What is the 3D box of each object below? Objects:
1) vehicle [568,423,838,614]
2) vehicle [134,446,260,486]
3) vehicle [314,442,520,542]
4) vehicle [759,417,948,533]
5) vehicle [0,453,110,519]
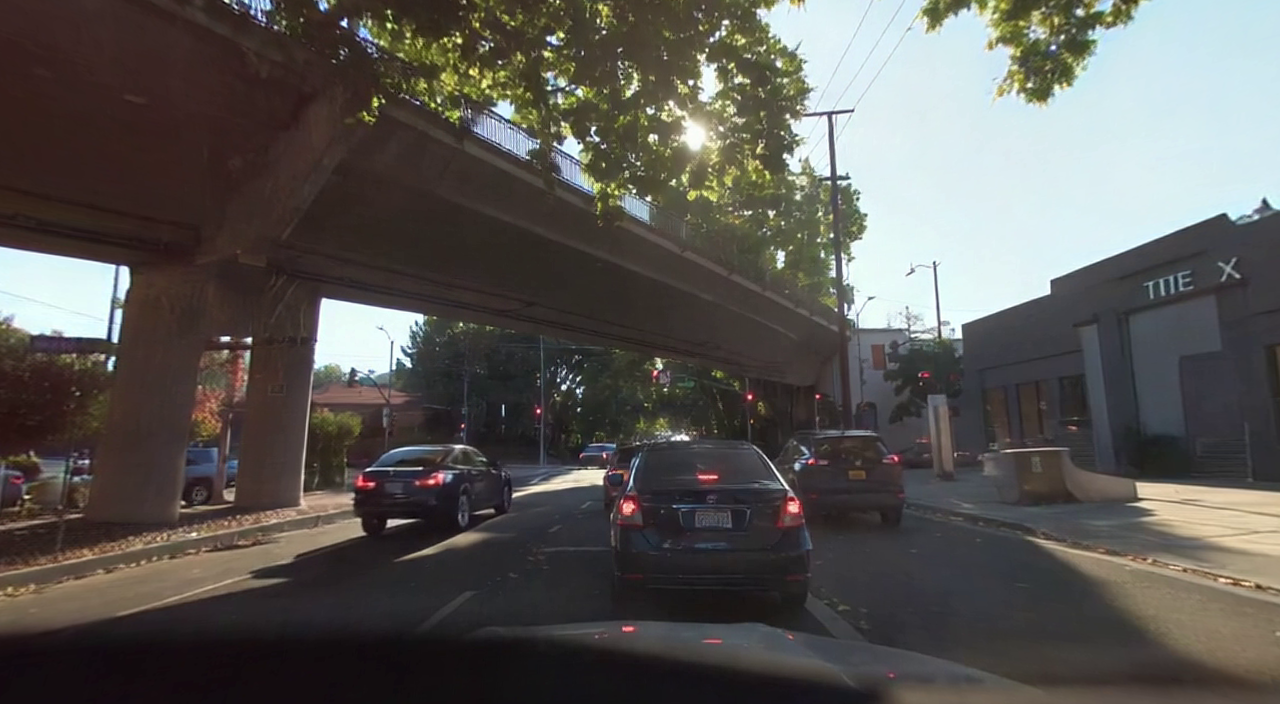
[{"bbox_3d":[0.526,1.612,7.089,2.101,1.467,4.210,0,-8,1],"label":"vehicle"},{"bbox_3d":[-20.795,5.347,29.752,4.474,1.673,2.010,0,-4,1],"label":"vehicle"},{"bbox_3d":[-3.857,2.493,12.068,2.082,1.484,4.865,0,-8,1],"label":"vehicle"},{"bbox_3d":[3.756,2.247,12.113,2.062,1.781,4.488,0,-8,0],"label":"vehicle"},{"bbox_3d":[-17.471,3.536,16.584,1.905,1.644,4.943,-6,-10,35],"label":"vehicle"}]
